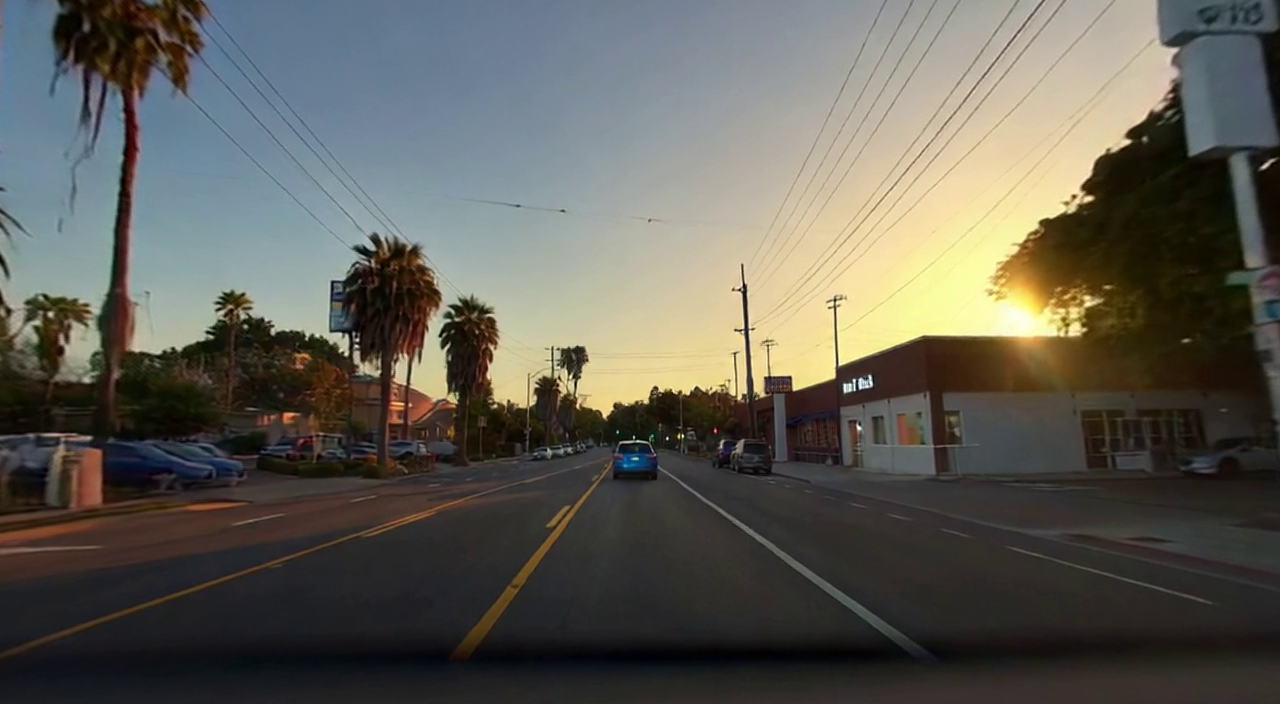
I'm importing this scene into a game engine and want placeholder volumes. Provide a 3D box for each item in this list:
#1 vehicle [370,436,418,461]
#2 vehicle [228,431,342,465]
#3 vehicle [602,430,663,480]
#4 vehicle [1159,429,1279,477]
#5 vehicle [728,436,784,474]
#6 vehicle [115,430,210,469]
[{"bbox_3d":[-17.762,6.991,45.721,2.084,1.678,4.707,1,-8,-7],"label":"vehicle"},{"bbox_3d":[-19.176,5.183,34.156,4.976,1.741,1.986,7,-11,-40],"label":"vehicle"},{"bbox_3d":[-0.313,4.145,25.600,2.264,1.798,4.563,0,-8,-1],"label":"vehicle"},{"bbox_3d":[20.218,3.276,20.584,4.707,1.461,1.994,0,-8,-2],"label":"vehicle"},{"bbox_3d":[5.844,5.228,32.276,1.945,1.791,4.460,0,-8,0],"label":"vehicle"},{"bbox_3d":[-22.144,4.520,29.415,1.860,1.656,4.483,2,-8,-14],"label":"vehicle"}]
